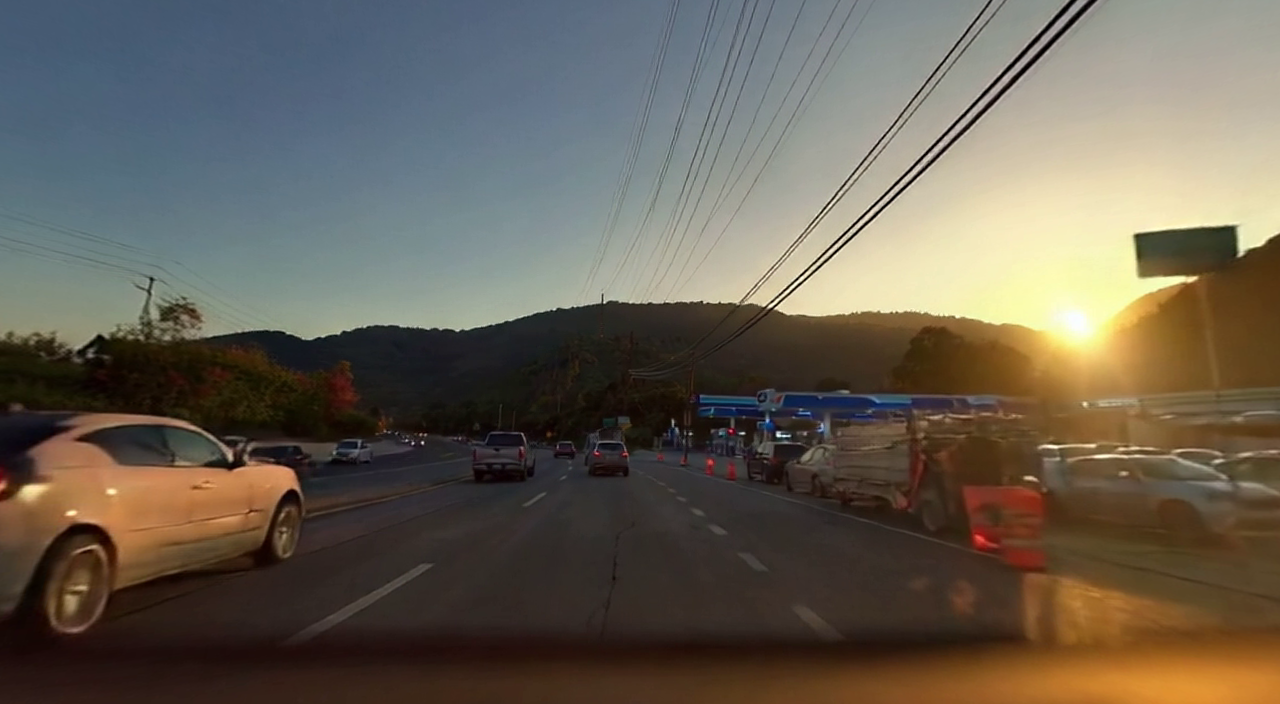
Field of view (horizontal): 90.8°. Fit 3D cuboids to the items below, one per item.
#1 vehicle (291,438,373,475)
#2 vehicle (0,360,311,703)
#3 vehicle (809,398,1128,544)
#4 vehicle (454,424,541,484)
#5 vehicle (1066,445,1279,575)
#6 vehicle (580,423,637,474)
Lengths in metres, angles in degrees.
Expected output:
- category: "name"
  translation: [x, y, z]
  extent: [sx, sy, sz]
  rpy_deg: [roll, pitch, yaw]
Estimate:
- category: "vehicle"
  translation: [-14.436, 4.913, 29.910]
  extent: [1.930, 1.591, 4.408]
  rpy_deg: [1, -9, -4]
- category: "vehicle"
  translation: [-4.358, 1.027, 3.964]
  extent: [2.185, 1.721, 4.550]
  rpy_deg: [0, -8, -1]
- category: "vehicle"
  translation: [5.924, 2.303, 12.979]
  extent: [2.706, 2.199, 6.527]
  rpy_deg: [0, -9, -4]
- category: "vehicle"
  translation: [-5.296, 3.893, 24.384]
  extent: [2.345, 2.012, 5.693]
  rpy_deg: [0, -9, -3]
- category: "vehicle"
  translation: [9.358, 2.403, 10.250]
  extent: [1.933, 1.480, 4.249]
  rpy_deg: [2, -6, -1]
- category: "vehicle"
  translation: [-1.651, 4.729, 31.072]
  extent: [2.486, 2.280, 5.291]
  rpy_deg: [1, -9, -6]
